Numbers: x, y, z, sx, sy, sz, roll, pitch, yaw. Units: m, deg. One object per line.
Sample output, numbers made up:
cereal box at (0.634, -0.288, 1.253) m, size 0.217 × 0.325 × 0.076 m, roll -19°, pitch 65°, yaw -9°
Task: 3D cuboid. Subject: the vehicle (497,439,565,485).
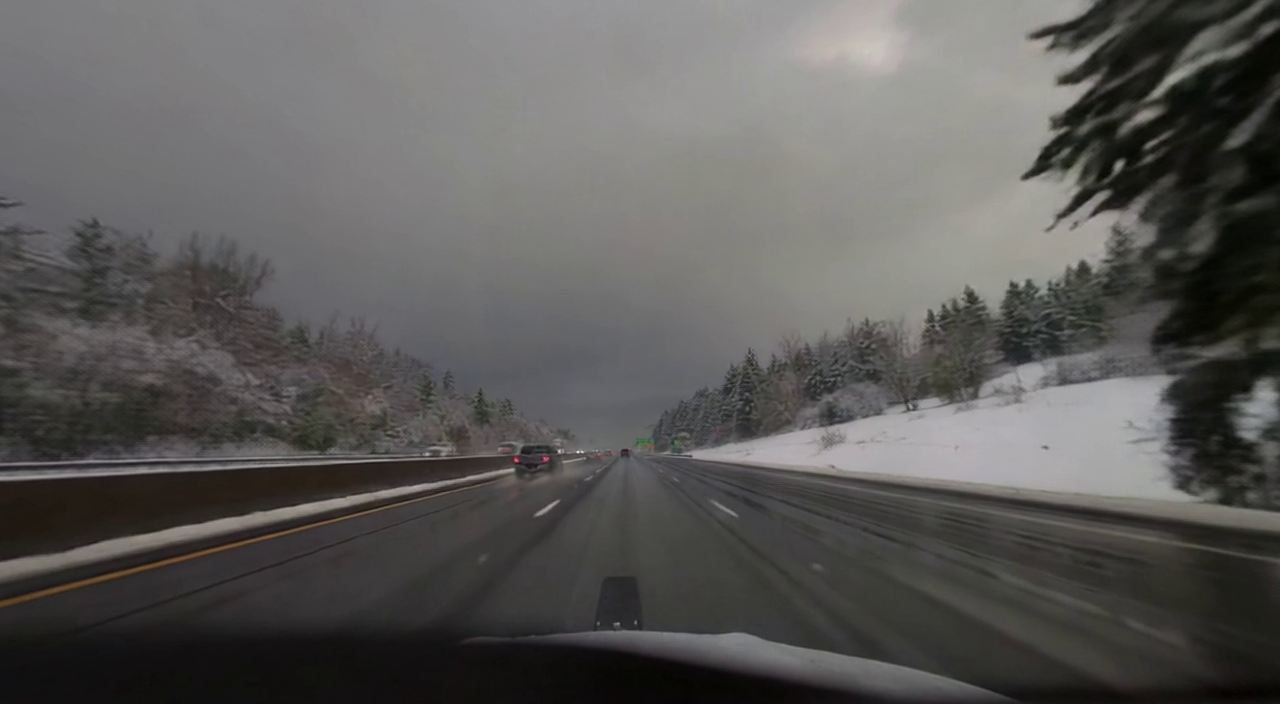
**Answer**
vehicle at (-4.498, 4.608, 26.593) m, size 2.111 × 1.717 × 4.426 m, roll 0°, pitch -9°, yaw -1°
